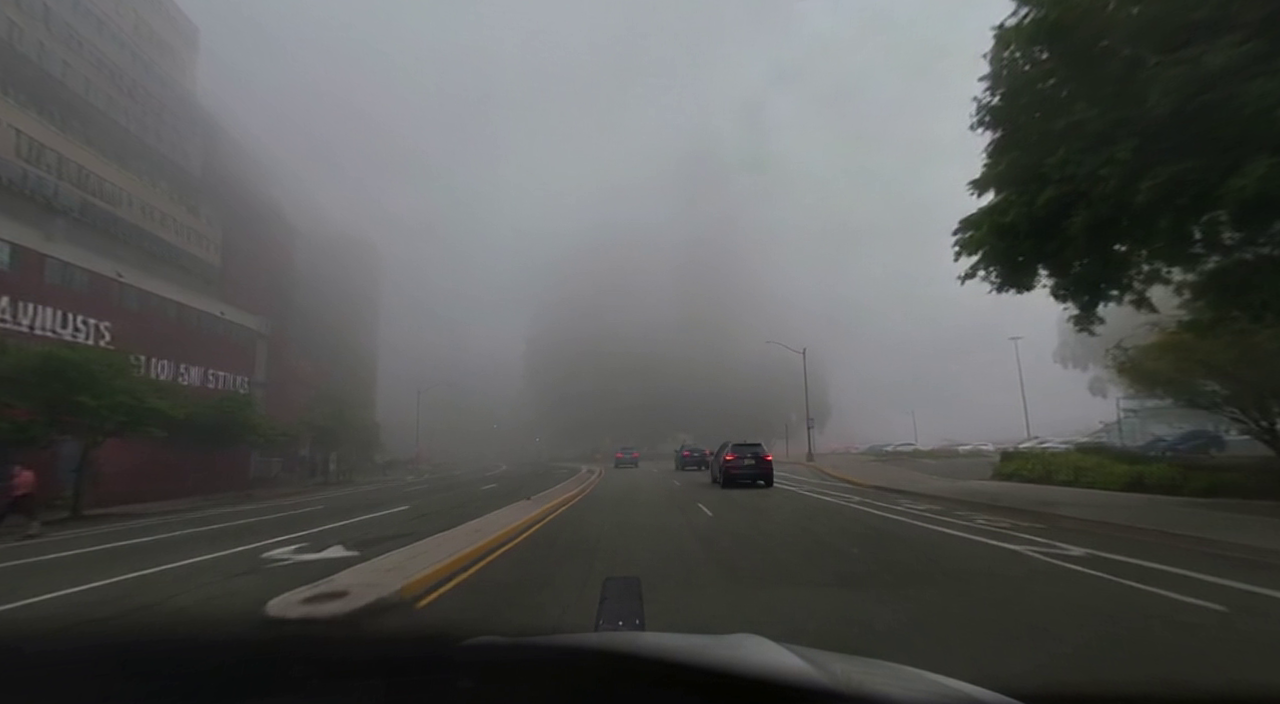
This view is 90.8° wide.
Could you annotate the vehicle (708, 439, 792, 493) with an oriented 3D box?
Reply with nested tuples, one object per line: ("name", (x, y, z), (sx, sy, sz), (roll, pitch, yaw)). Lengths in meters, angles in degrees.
("vehicle", (3.563, 3.756, 21.196), (1.966, 1.596, 3.980), (0, -8, -2))

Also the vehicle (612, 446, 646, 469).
("vehicle", (-0.806, 7.185, 43.250), (2.068, 1.512, 3.987), (0, -8, -4))

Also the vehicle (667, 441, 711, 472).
("vehicle", (2.885, 6.303, 38.327), (2.046, 1.768, 4.370), (0, -9, -4))

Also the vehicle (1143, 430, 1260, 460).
("vehicle", (32.978, 5.467, 37.224), (4.894, 1.710, 2.075), (0, -8, -1))

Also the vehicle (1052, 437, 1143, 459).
("vehicle", (32.648, 6.860, 45.155), (4.860, 1.461, 2.041), (0, -9, 0))
